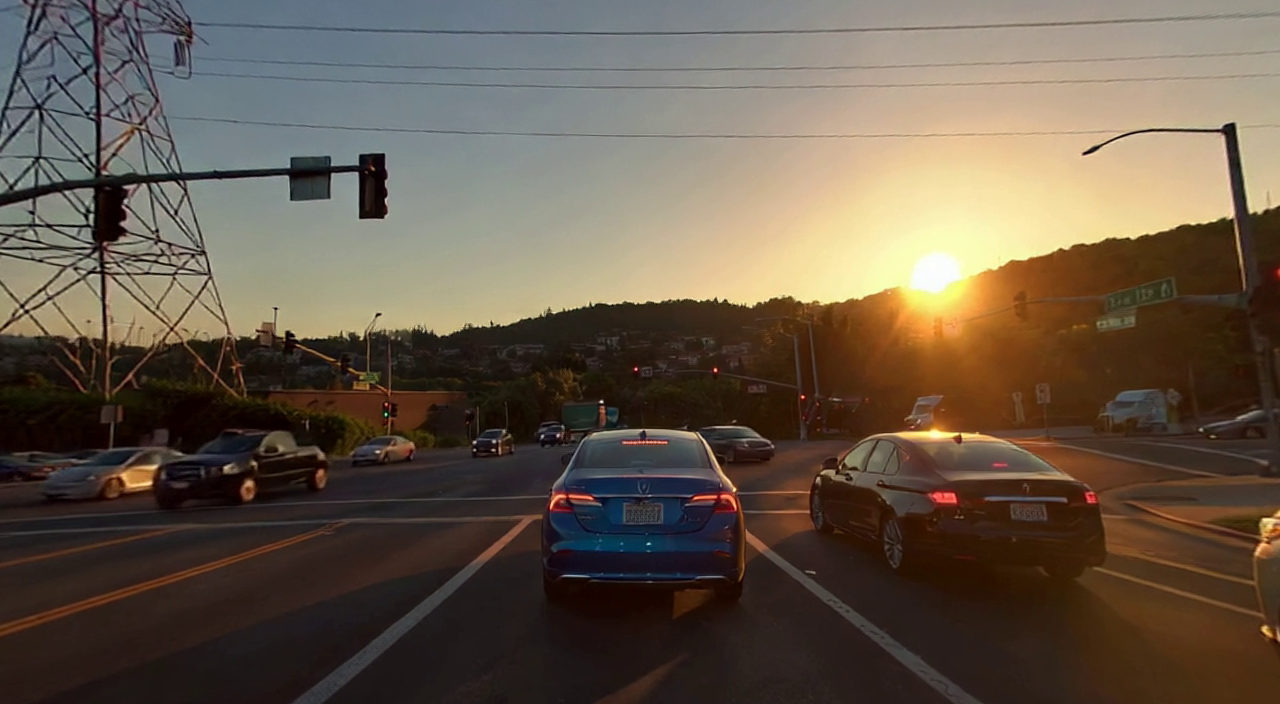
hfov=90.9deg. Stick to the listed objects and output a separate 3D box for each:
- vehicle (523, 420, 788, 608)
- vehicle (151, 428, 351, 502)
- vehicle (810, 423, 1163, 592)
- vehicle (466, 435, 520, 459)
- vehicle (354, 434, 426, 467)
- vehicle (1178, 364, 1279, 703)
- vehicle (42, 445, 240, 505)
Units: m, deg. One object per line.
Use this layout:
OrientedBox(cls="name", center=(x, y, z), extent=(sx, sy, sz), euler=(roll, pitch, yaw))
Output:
OrientedBox(cls="vehicle", center=(0.108, 1.598, 7.128), extent=(2.117, 1.474, 4.036), euler=(0, -8, 0))
OrientedBox(cls="vehicle", center=(-10.332, 3.030, 17.390), extent=(2.239, 1.719, 4.948), euler=(-1, -8, 1))
OrientedBox(cls="vehicle", center=(3.648, 1.685, 7.723), extent=(1.835, 1.473, 4.190), euler=(0, -8, -2))
OrientedBox(cls="vehicle", center=(-9.309, 6.089, 40.408), extent=(1.992, 1.480, 4.743), euler=(-1, -9, 4))
OrientedBox(cls="vehicle", center=(-14.022, 5.562, 35.671), extent=(1.955, 1.694, 4.625), euler=(-1, -8, 3))
OrientedBox(cls="vehicle", center=(3.406, 0.591, 0.628), extent=(1.926, 1.614, 4.330), euler=(0, -8, 1))
OrientedBox(cls="vehicle", center=(-14.129, 3.463, 18.303), extent=(1.982, 1.469, 4.583), euler=(0, -8, 0))
